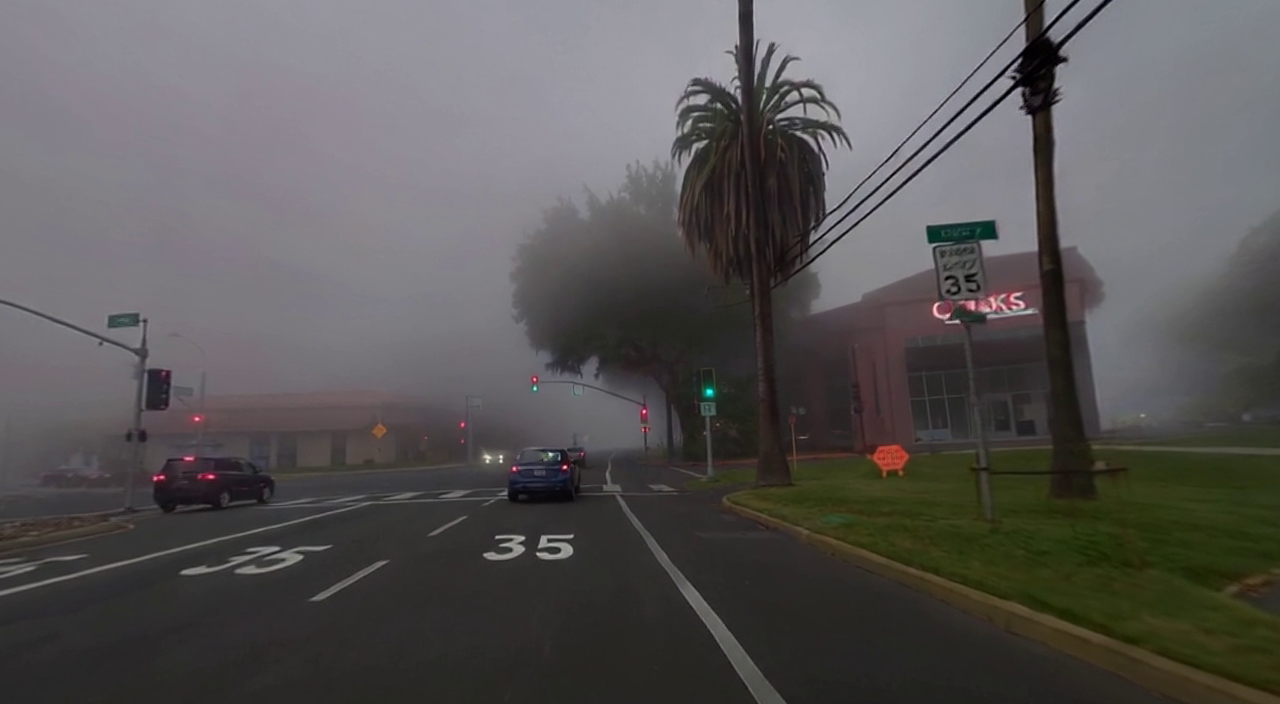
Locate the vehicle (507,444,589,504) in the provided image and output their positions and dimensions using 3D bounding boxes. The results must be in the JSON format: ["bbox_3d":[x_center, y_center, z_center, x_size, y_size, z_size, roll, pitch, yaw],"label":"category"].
[{"bbox_3d":[-2.565,3.466,18.337,2.063,1.474,4.334,0,-9,-6],"label":"vehicle"}]

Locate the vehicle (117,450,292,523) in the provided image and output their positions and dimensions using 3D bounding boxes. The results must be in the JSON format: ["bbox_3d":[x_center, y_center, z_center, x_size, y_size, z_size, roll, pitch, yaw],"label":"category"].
[{"bbox_3d":[-12.459,3.827,18.575,2.050,1.811,4.752,0,-9,-5],"label":"vehicle"}]
